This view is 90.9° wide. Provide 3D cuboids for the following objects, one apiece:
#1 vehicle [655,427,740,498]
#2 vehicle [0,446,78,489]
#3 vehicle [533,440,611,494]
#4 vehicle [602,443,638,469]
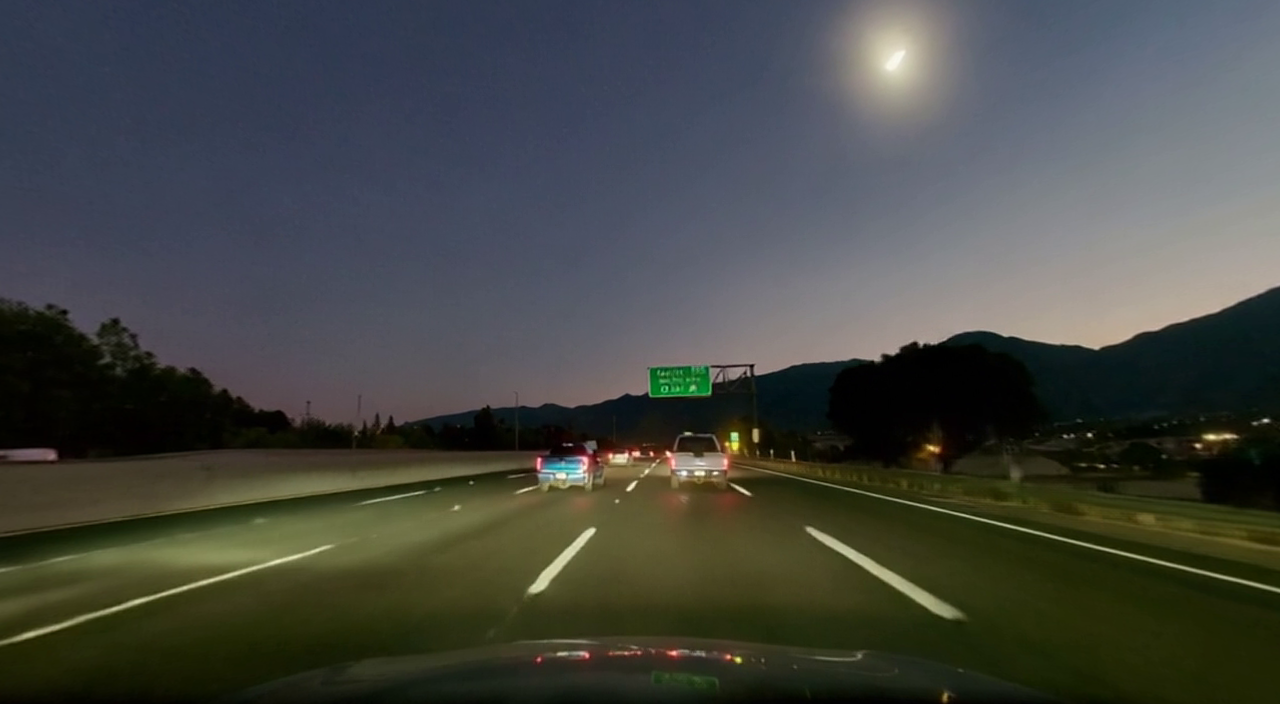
[{"bbox_3d":[1.624,3.333,19.362,2.229,1.837,5.387,-1,-9,2],"label":"vehicle"},{"bbox_3d":[-38.333,6.905,37.971,2.443,2.489,6.703,-1,-9,4],"label":"vehicle"},{"bbox_3d":[-2.163,3.790,21.165,1.959,1.604,4.065,-1,-9,3],"label":"vehicle"},{"bbox_3d":[-1.370,7.250,44.098,2.106,1.651,4.040,-1,-9,4],"label":"vehicle"}]
